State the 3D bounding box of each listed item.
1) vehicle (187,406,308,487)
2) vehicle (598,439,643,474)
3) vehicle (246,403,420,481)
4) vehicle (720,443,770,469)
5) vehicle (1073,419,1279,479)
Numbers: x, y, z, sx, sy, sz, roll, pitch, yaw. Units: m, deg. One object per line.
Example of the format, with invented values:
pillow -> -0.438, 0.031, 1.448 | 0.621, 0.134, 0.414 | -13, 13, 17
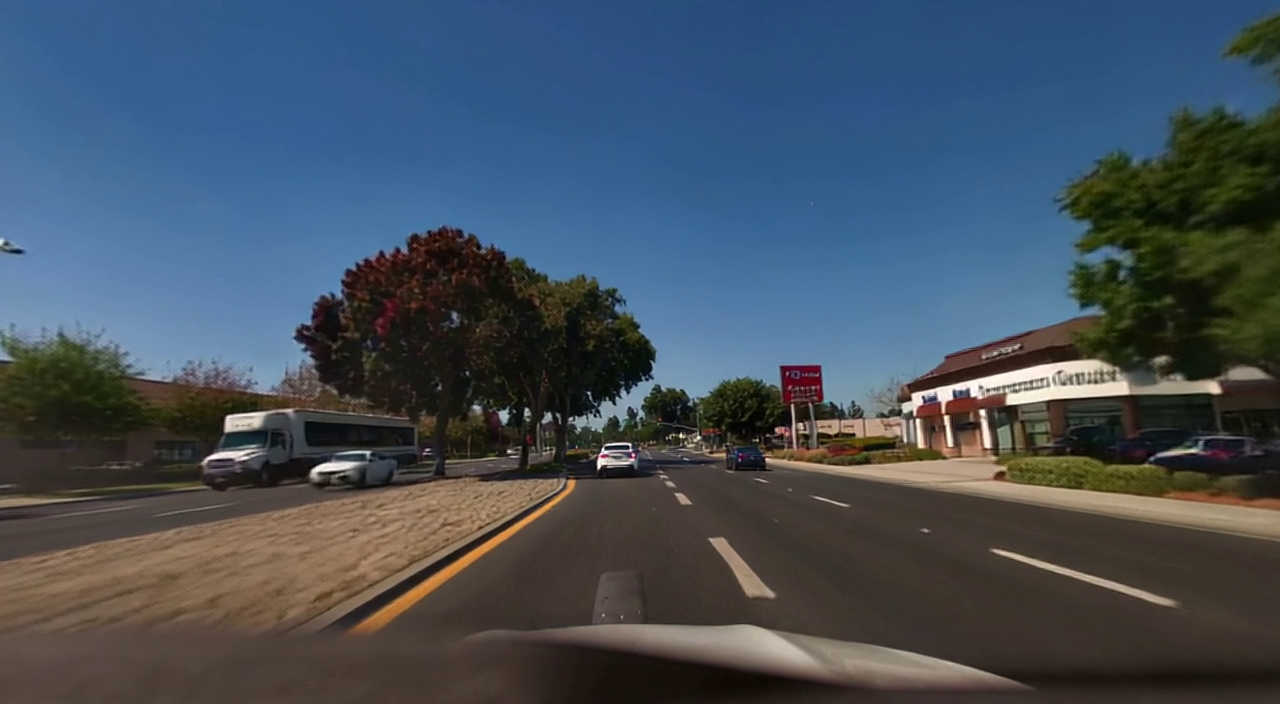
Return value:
vehicle -> -19.553, 4.724, 31.813 | 2.986, 3.786, 4.453 | 0, -8, 1
vehicle -> -1.044, 5.121, 31.214 | 2.072, 1.545, 4.578 | 0, -8, -4
vehicle -> -19.414, 6.076, 42.345 | 3.133, 4.167, 16.699 | 0, -8, 1
vehicle -> 6.385, 6.387, 39.083 | 2.075, 1.475, 4.571 | 0, -8, -3
vehicle -> 19.231, 3.429, 22.399 | 5.909, 1.970, 2.365 | 0, -8, 0
